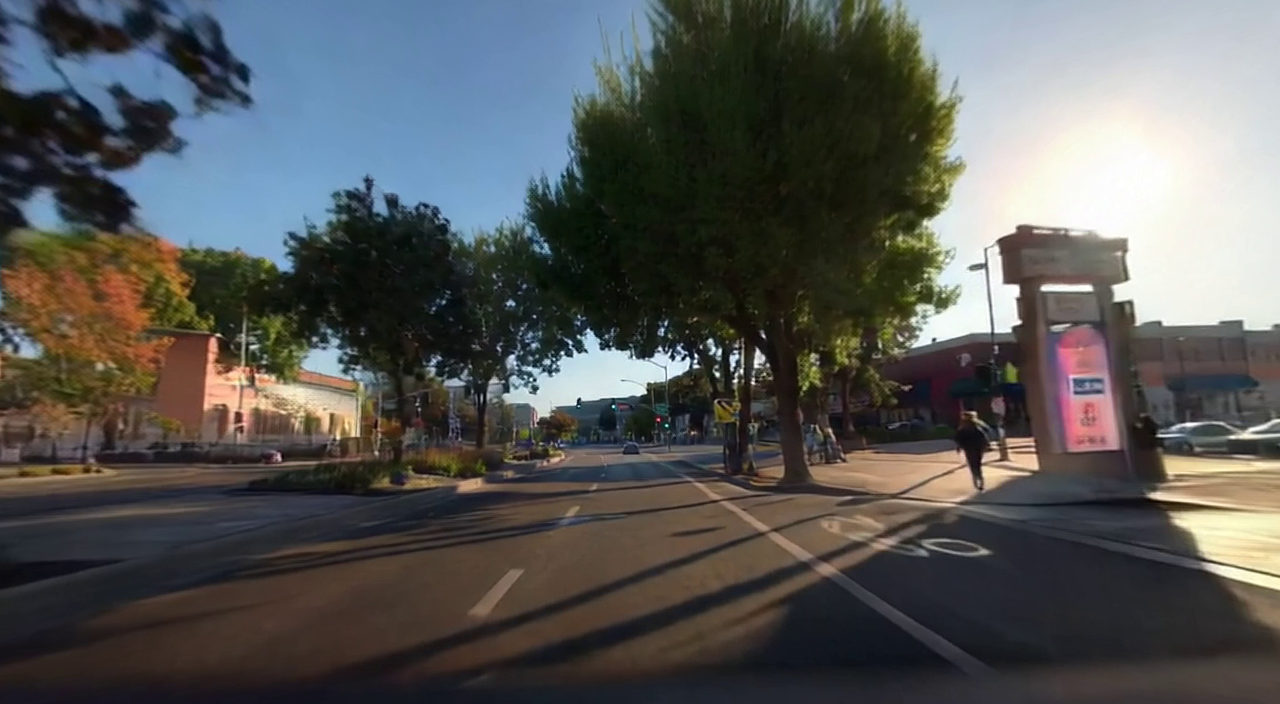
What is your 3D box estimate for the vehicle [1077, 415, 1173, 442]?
[{"bbox_3d":[32.354,5.116,42.099,4.763,1.725,2.082,0,-9,-3],"label":"vehicle"}]
